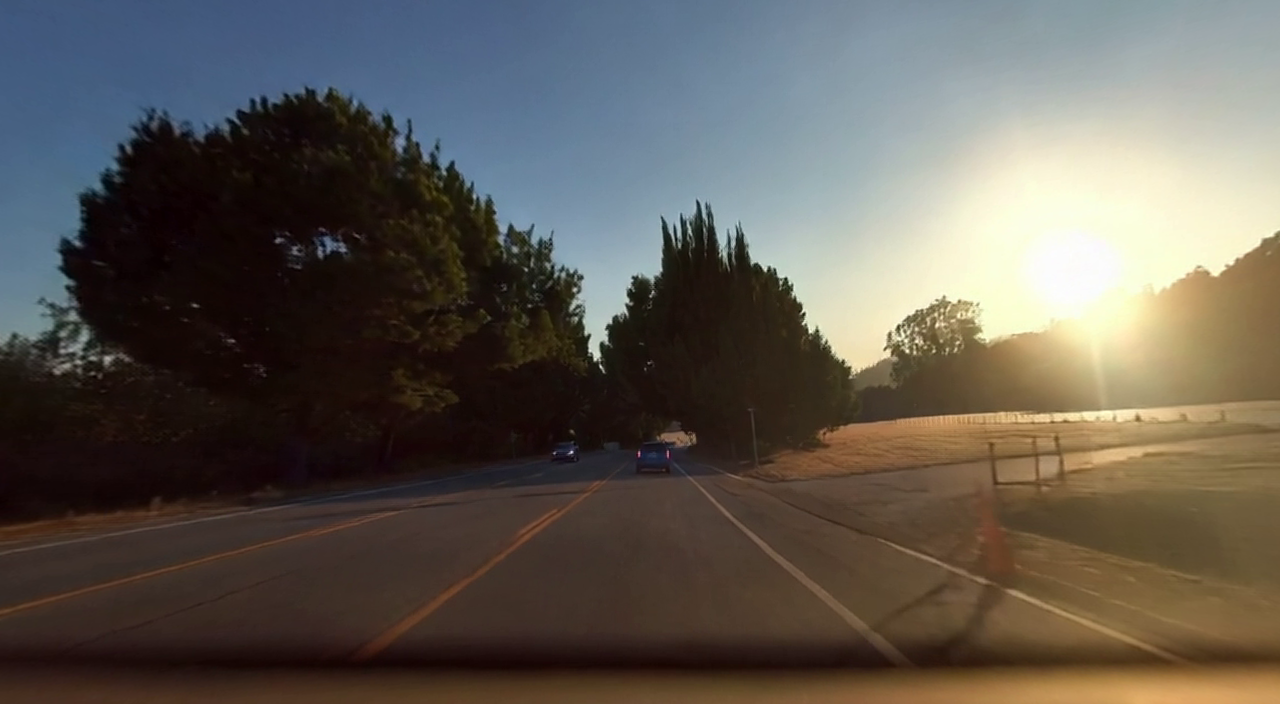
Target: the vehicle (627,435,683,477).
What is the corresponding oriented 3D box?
[{"bbox_3d":[0.649,4.563,27.941,2.294,1.708,4.110,0,-9,1],"label":"vehicle"}]
